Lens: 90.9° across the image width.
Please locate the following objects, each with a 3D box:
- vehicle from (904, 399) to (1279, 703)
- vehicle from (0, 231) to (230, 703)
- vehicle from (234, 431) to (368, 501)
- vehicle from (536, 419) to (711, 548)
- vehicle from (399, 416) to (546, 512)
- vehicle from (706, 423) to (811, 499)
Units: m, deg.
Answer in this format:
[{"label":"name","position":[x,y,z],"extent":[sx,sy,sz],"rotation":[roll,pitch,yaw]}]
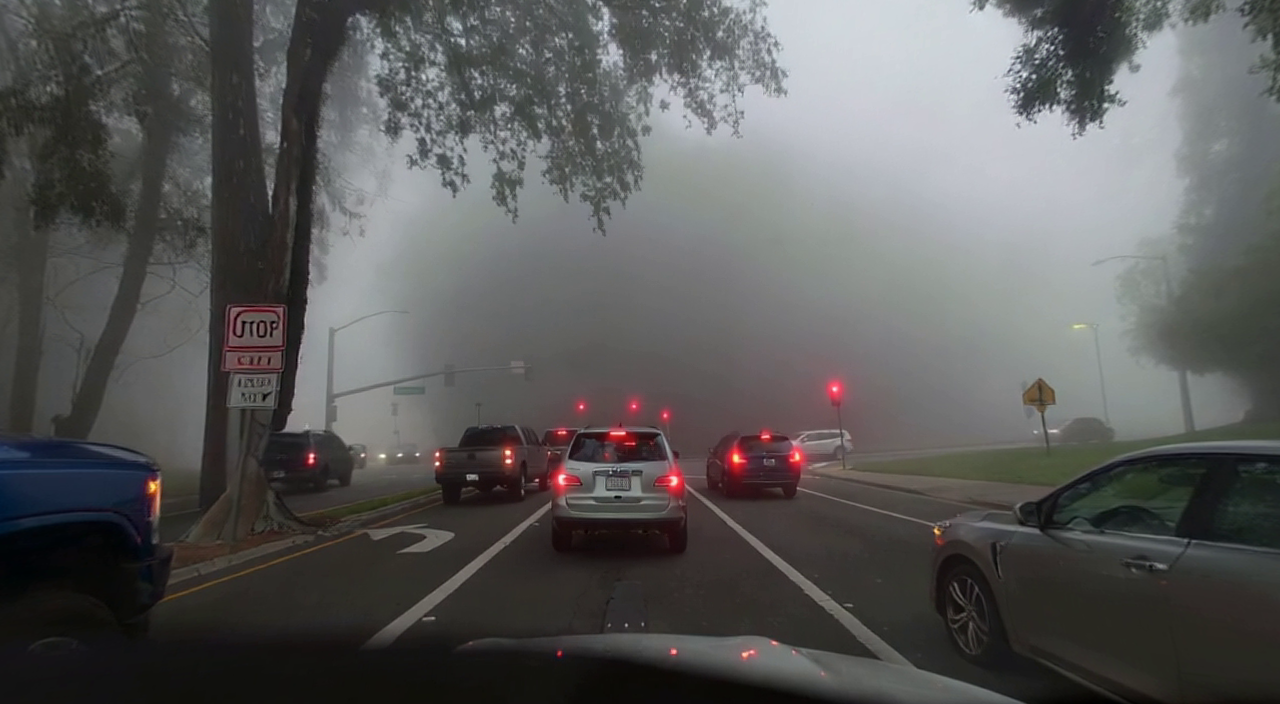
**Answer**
[{"label":"vehicle","position":[3.017,0.968,2.533],"extent":[1.874,1.477,4.698],"rotation":[0,-8,0]},{"label":"vehicle","position":[-3.480,0.350,0.305],"extent":[2.656,2.021,5.800],"rotation":[0,-8,0]},{"label":"vehicle","position":[-9.217,3.095,17.655],"extent":[2.122,1.653,4.807],"rotation":[2,-9,-14]},{"label":"vehicle","position":[-0.222,1.939,9.877],"extent":[2.194,1.607,3.690],"rotation":[0,-8,0]},{"label":"vehicle","position":[-3.632,2.526,14.674],"extent":[2.089,1.857,4.488],"rotation":[0,-8,1]},{"label":"vehicle","position":[3.176,3.040,17.922],"extent":[2.102,1.841,4.587],"rotation":[0,-8,0]}]
